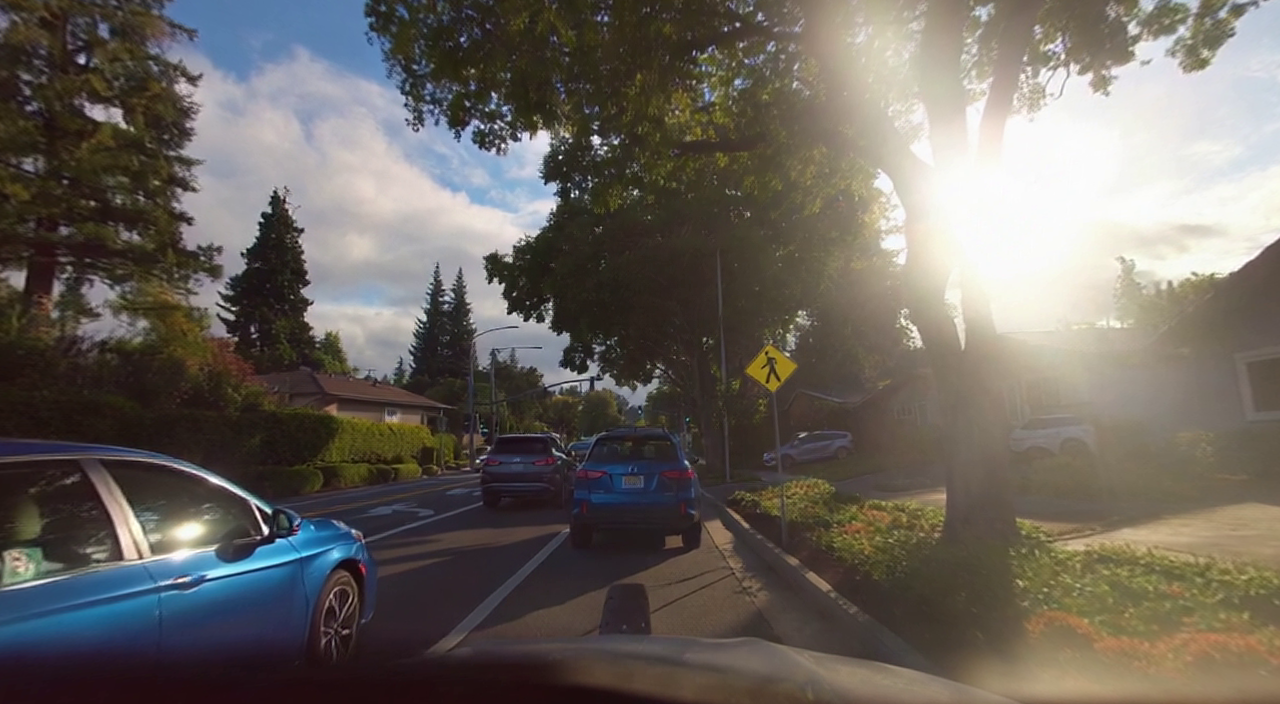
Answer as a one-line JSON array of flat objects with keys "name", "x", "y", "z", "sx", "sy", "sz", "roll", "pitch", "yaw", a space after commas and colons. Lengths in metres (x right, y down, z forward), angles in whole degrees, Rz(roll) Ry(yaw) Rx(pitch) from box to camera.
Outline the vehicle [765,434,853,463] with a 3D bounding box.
[{"name": "vehicle", "x": 9.424, "y": 5.421, "z": 35.395, "sx": 4.456, "sy": 1.504, "sz": 1.914, "roll": -1, "pitch": -9, "yaw": 4}]

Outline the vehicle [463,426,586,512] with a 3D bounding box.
[{"name": "vehicle", "x": -2.554, "y": 2.719, "z": 15.045, "sx": 2.000, "sy": 1.737, "sz": 4.133, "roll": 0, "pitch": -9, "yaw": 2}]

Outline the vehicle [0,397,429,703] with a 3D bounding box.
[{"name": "vehicle", "x": -2.868, "y": 1.062, "z": 3.076, "sx": 1.968, "sy": 1.472, "sz": 4.685, "roll": 0, "pitch": -9, "yaw": 1}]

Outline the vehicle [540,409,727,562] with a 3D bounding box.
[{"name": "vehicle", "x": -0.057, "y": 1.818, "z": 9.204, "sx": 2.120, "sy": 1.718, "sz": 3.909, "roll": 0, "pitch": -9, "yaw": 1}]
